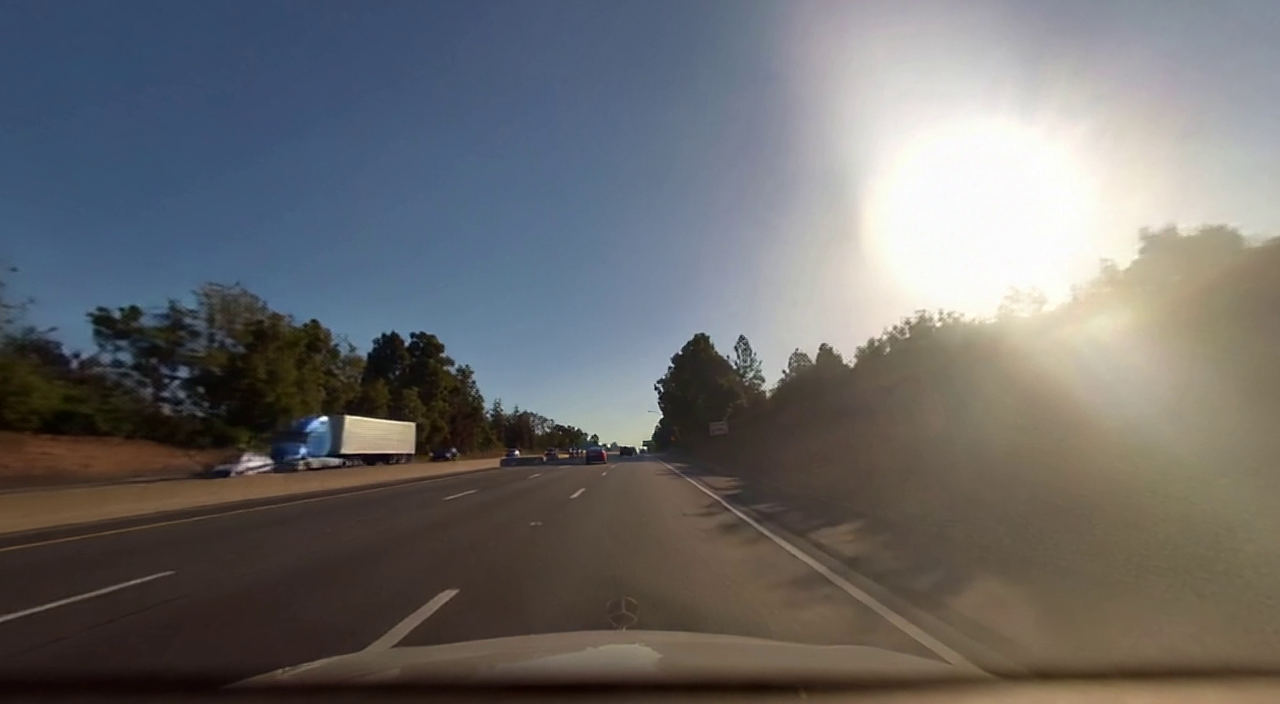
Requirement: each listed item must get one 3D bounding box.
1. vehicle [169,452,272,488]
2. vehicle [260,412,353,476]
[{"bbox_3d":[-19.034,5.344,28.689,1.811,1.483,4.111,0,-9,1],"label":"vehicle"},{"bbox_3d":[-23.270,6.513,44.201,2.995,4.155,6.089,1,-9,0],"label":"vehicle"}]
